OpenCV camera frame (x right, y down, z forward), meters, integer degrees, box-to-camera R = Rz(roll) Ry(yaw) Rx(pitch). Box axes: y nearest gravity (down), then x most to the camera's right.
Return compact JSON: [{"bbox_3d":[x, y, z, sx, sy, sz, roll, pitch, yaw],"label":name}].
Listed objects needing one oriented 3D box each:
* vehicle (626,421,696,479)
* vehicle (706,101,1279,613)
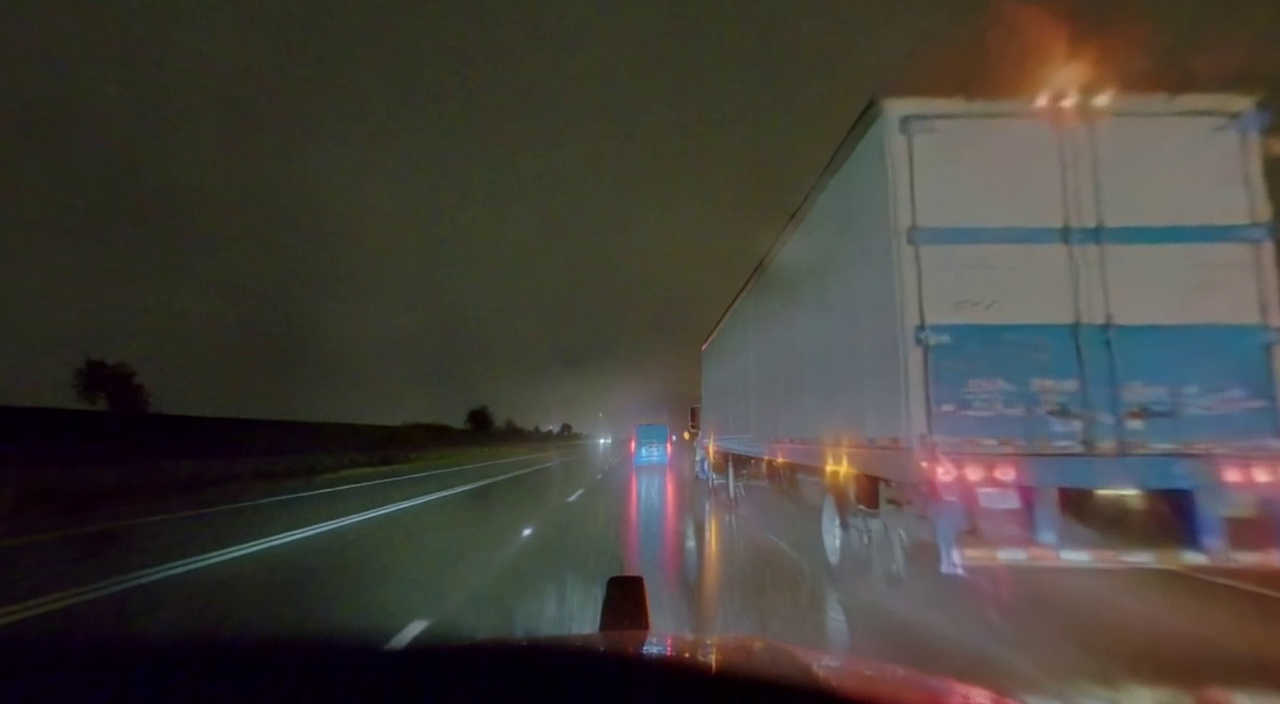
[{"bbox_3d":[0.787,3.780,24.459,2.469,2.027,4.554,0,-8,1],"label":"vehicle"},{"bbox_3d":[4.144,1.120,13.486,3.892,4.216,16.830,0,-8,1],"label":"vehicle"}]
